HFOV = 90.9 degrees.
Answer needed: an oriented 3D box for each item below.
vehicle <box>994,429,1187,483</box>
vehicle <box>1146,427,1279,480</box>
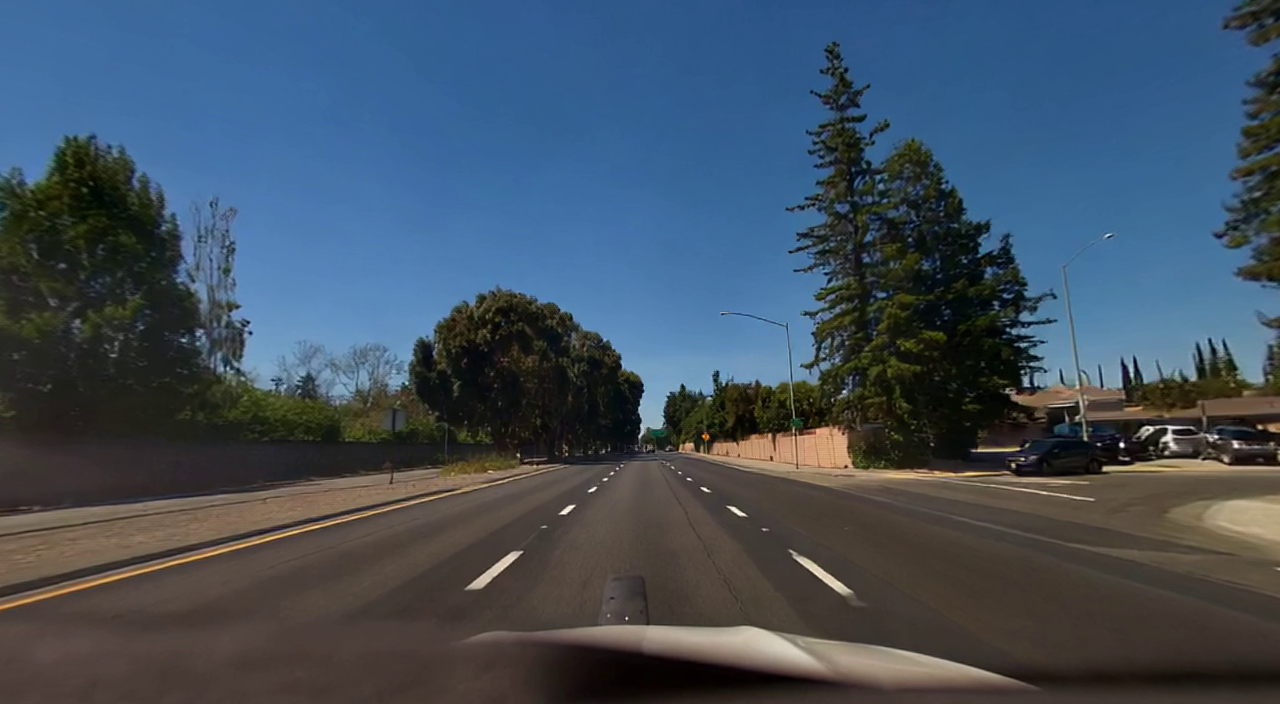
[{"bbox_3d":[17.966,4.146,25.428,5.770,1.844,2.360,-3,-7,5],"label":"vehicle"},{"bbox_3d":[22.993,4.004,25.161,3.449,1.863,2.299,-3,-7,6],"label":"vehicle"}]
